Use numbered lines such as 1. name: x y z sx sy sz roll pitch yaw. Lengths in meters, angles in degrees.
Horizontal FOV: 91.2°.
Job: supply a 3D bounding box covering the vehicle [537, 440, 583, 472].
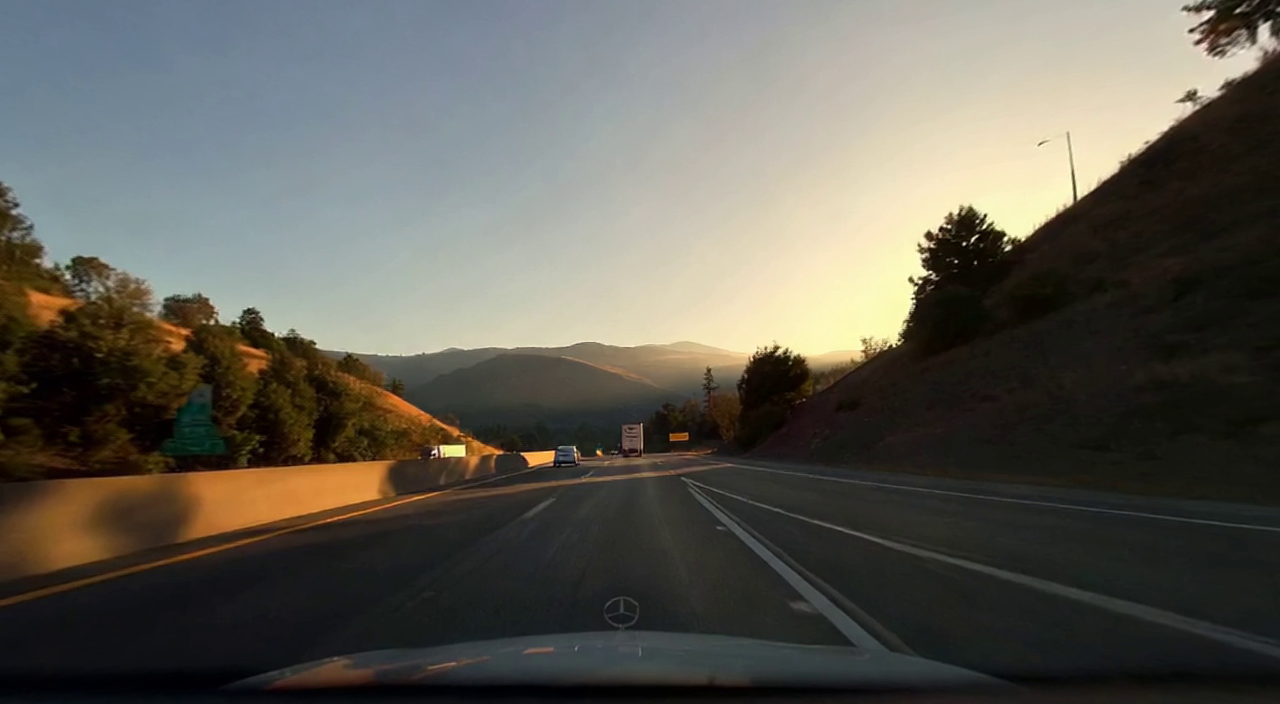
1. vehicle: -4.404 5.827 35.288 2.099 1.651 4.397 0 -9 -1
